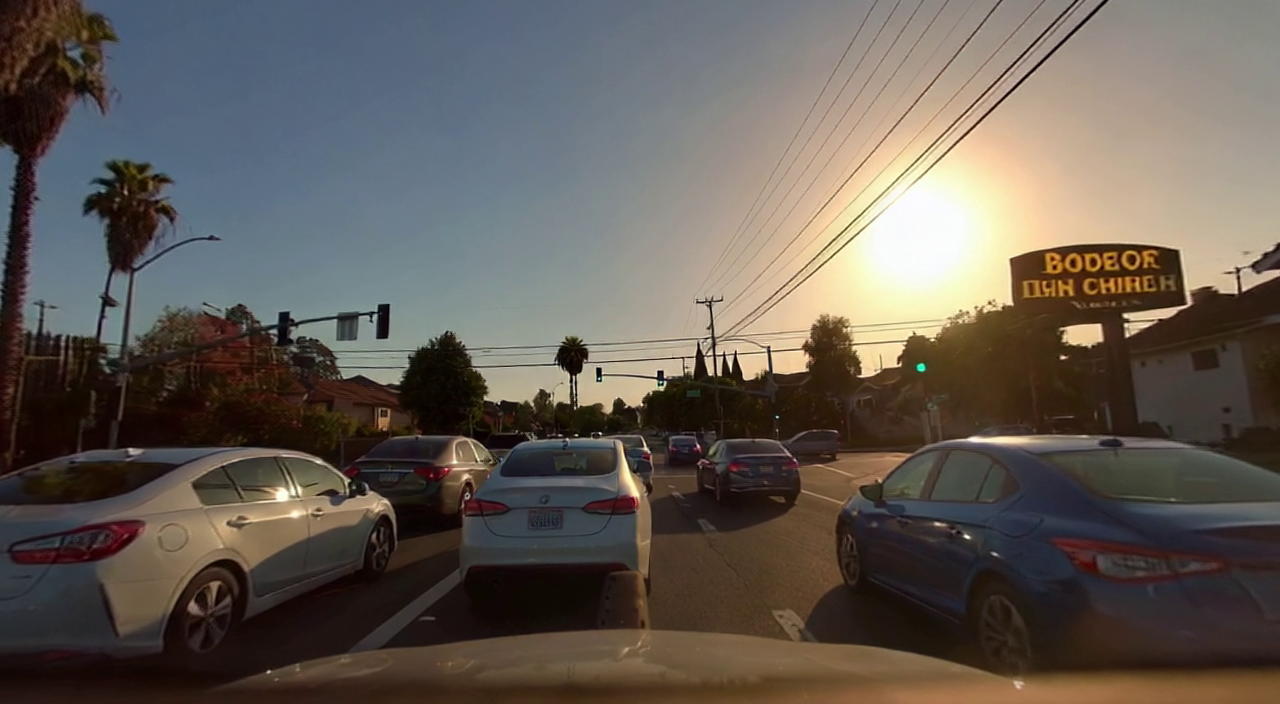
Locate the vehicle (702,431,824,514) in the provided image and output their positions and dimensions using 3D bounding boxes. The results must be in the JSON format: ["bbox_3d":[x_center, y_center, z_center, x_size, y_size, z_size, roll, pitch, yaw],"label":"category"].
[{"bbox_3d":[2.658,2.718,14.741,1.956,1.615,4.205,0,-9,-1],"label":"vehicle"}]

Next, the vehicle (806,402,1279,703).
[{"bbox_3d":[2.785,1.234,4.427,2.014,1.464,4.312,0,-9,-1],"label":"vehicle"}]

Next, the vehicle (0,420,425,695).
[{"bbox_3d":[-3.665,1.452,5.716,2.058,1.474,4.473,0,-9,-3],"label":"vehicle"}]

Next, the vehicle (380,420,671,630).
[{"bbox_3d":[-0.864,1.546,6.574,2.104,1.500,3.815,0,-9,-1],"label":"vehicle"}]

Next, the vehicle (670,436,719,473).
[{"bbox_3d":[2.729,5.263,32.508,2.063,1.750,4.410,0,-9,-1],"label":"vehicle"}]
